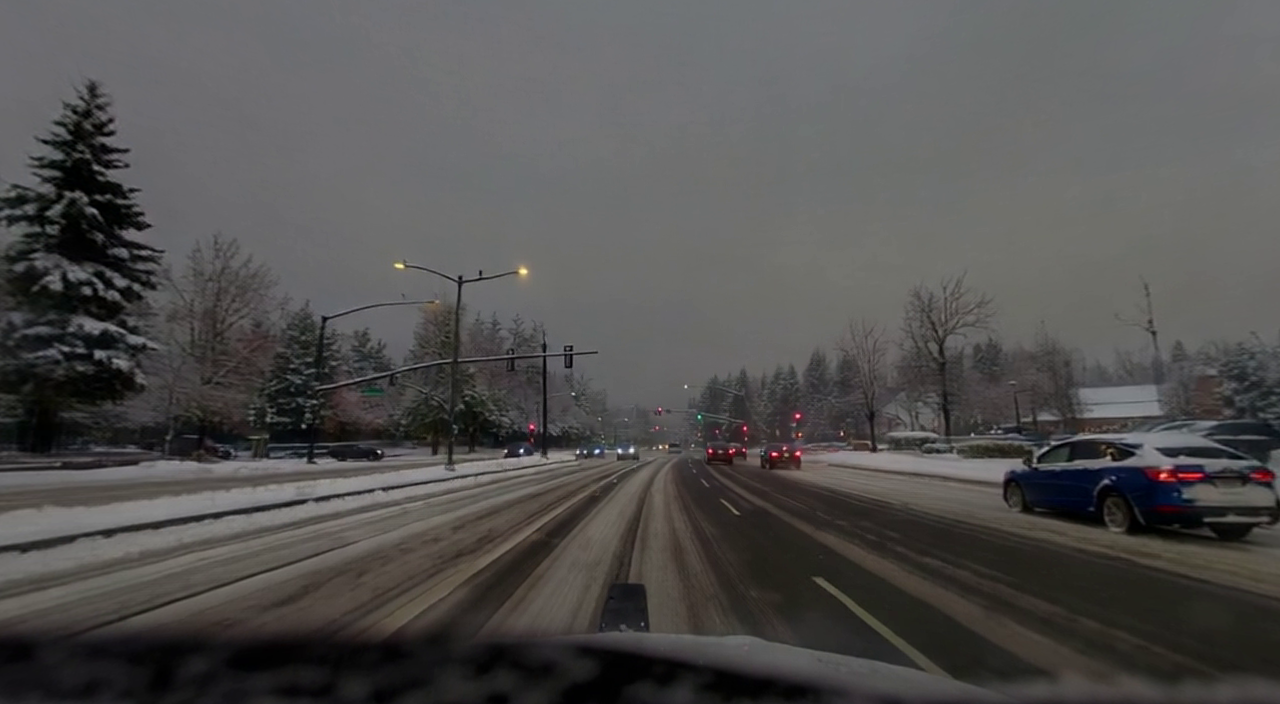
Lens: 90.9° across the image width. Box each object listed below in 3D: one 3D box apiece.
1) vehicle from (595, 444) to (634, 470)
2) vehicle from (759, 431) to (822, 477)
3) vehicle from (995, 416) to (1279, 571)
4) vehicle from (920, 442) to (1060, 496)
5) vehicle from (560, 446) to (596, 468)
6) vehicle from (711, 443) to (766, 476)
[{"bbox_3d":[-1.551,6.602,39.784,1.958,1.542,4.175,-1,-9,5],"label":"vehicle"},{"bbox_3d":[7.872,5.393,33.605,2.186,2.202,5.426,0,-9,2],"label":"vehicle"},{"bbox_3d":[7.402,1.815,9.025,2.051,1.620,4.702,-1,-8,3],"label":"vehicle"},{"bbox_3d":[11.138,3.724,20.507,1.963,1.513,4.600,0,-9,1],"label":"vehicle"},{"bbox_3d":[-4.609,7.903,47.512,2.004,1.529,4.319,-1,-9,5],"label":"vehicle"},{"bbox_3d":[5.030,5.564,32.952,2.292,1.563,4.734,-1,-8,3],"label":"vehicle"}]
